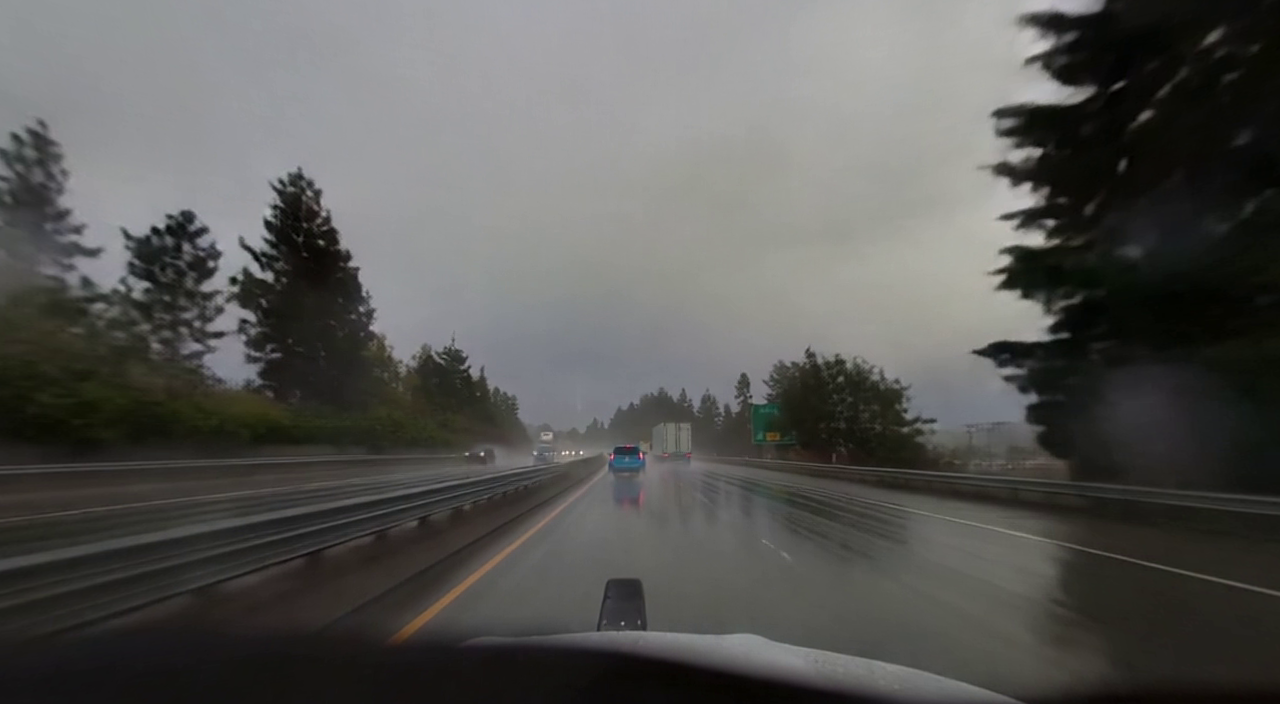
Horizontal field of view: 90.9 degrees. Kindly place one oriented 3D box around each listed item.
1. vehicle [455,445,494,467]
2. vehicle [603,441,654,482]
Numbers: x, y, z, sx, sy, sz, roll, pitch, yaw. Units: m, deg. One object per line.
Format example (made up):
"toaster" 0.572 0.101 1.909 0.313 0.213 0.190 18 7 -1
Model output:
"vehicle" -12.815 8.099 49.097 1.893 1.583 4.236 0 -9 -1
"vehicle" -0.523 4.994 28.893 2.190 1.706 4.062 0 -9 -1
